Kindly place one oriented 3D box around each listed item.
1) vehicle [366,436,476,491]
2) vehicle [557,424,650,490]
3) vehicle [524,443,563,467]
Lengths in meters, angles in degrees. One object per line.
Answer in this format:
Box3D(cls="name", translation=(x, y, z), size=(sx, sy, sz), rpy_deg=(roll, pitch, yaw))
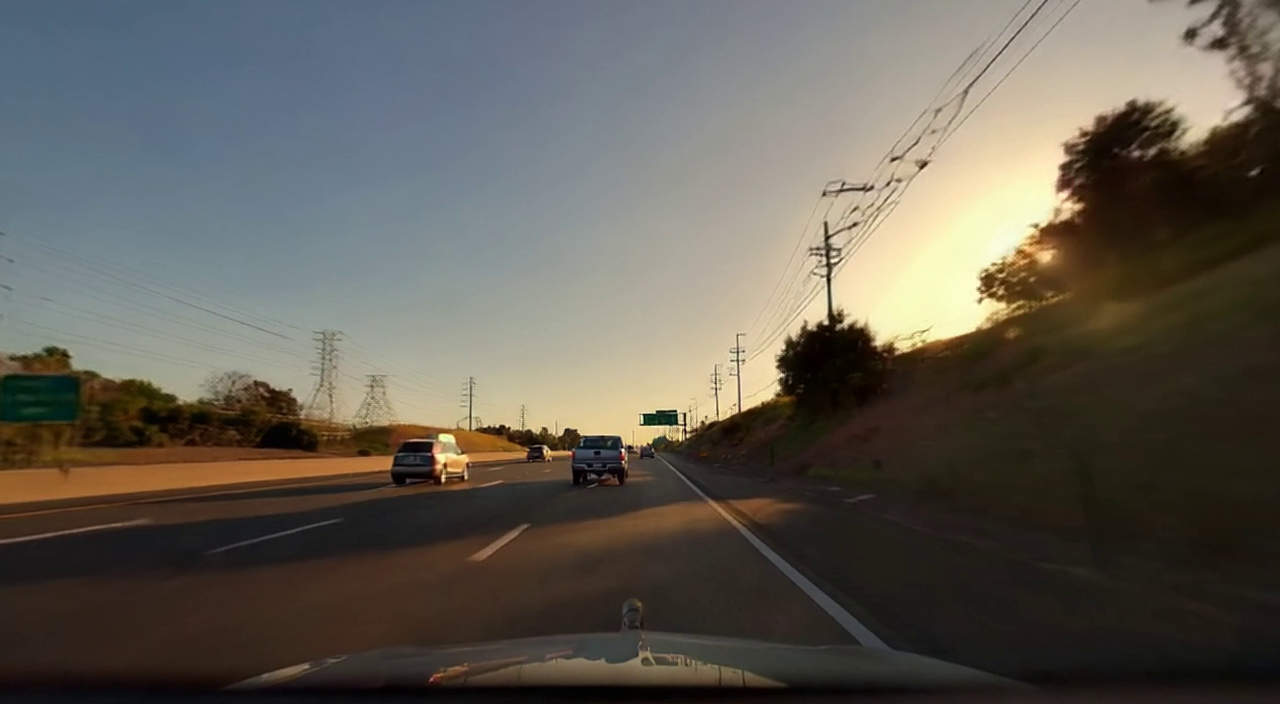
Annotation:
Box3D(cls="vehicle", translation=(-7.172, 3.685, 21.191), size=(2.055, 1.618, 4.457), rpy_deg=(0, -9, 1))
Box3D(cls="vehicle", translation=(-1.152, 3.830, 23.337), size=(2.972, 2.087, 6.126), rpy_deg=(0, -9, 0))
Box3D(cls="vehicle", translation=(-7.354, 7.867, 48.369), size=(2.143, 1.688, 4.776), rpy_deg=(0, -9, 1))
